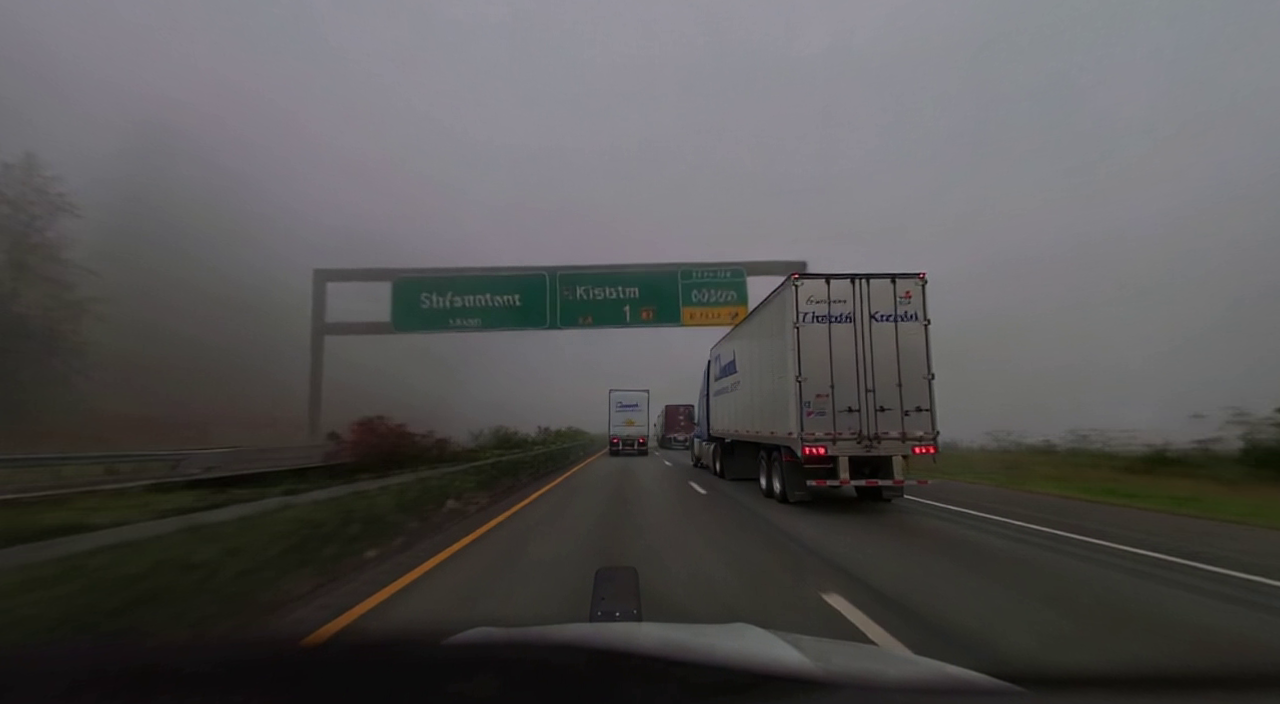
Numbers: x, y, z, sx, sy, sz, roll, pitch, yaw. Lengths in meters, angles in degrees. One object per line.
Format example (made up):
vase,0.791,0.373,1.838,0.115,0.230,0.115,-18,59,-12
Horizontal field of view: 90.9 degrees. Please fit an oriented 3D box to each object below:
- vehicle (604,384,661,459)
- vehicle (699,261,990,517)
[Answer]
vehicle,-0.462,4.322,38.108,2.958,3.917,10.196,0,-8,-1
vehicle,3.937,1.512,17.411,2.856,4.145,14.500,0,-8,-1
